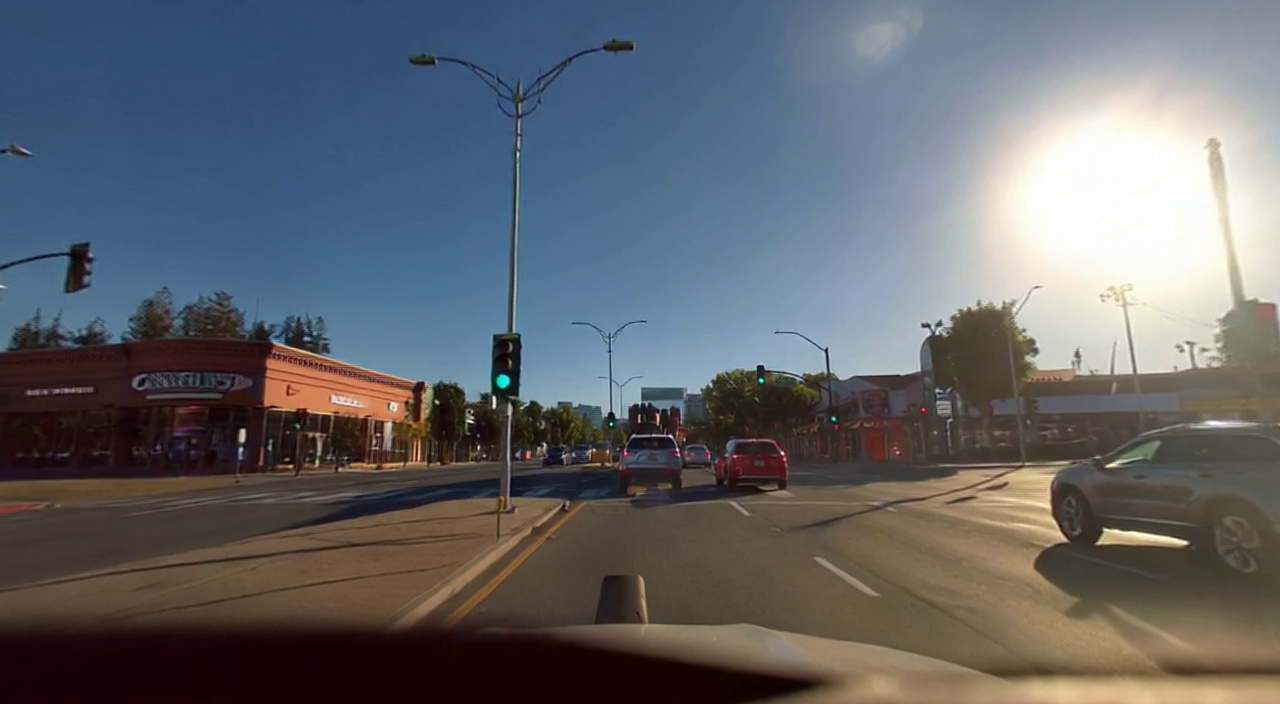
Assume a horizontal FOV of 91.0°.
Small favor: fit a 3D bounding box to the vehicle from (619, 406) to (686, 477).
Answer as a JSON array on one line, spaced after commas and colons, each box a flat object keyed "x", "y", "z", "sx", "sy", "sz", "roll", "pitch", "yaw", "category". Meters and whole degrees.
[{"x": 0.457, "y": 3.456, "z": 24.312, "sx": 2.370, "sy": 2.518, "sz": 3.858, "roll": 0, "pitch": -8, "yaw": 1, "category": "vehicle"}]

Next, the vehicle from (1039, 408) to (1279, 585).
[{"x": 7.167, "y": 1.596, "z": 7.436, "sx": 1.982, "sy": 1.698, "sz": 4.408, "roll": 0, "pitch": -8, "yaw": 0, "category": "vehicle"}]

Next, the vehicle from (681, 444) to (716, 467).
[{"x": 3.976, "y": 7.129, "z": 43.499, "sx": 1.967, "sy": 1.515, "sz": 4.378, "roll": 0, "pitch": -8, "yaw": -1, "category": "vehicle"}]

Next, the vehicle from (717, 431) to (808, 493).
[{"x": 3.764, "y": 3.472, "z": 20.210, "sx": 2.025, "sy": 1.754, "sz": 4.311, "roll": 0, "pitch": -8, "yaw": 0, "category": "vehicle"}]

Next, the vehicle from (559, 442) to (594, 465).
[{"x": -4.372, "y": 7.077, "z": 43.918, "sx": 2.001, "sy": 1.518, "sz": 4.316, "roll": 0, "pitch": -8, "yaw": -1, "category": "vehicle"}]
